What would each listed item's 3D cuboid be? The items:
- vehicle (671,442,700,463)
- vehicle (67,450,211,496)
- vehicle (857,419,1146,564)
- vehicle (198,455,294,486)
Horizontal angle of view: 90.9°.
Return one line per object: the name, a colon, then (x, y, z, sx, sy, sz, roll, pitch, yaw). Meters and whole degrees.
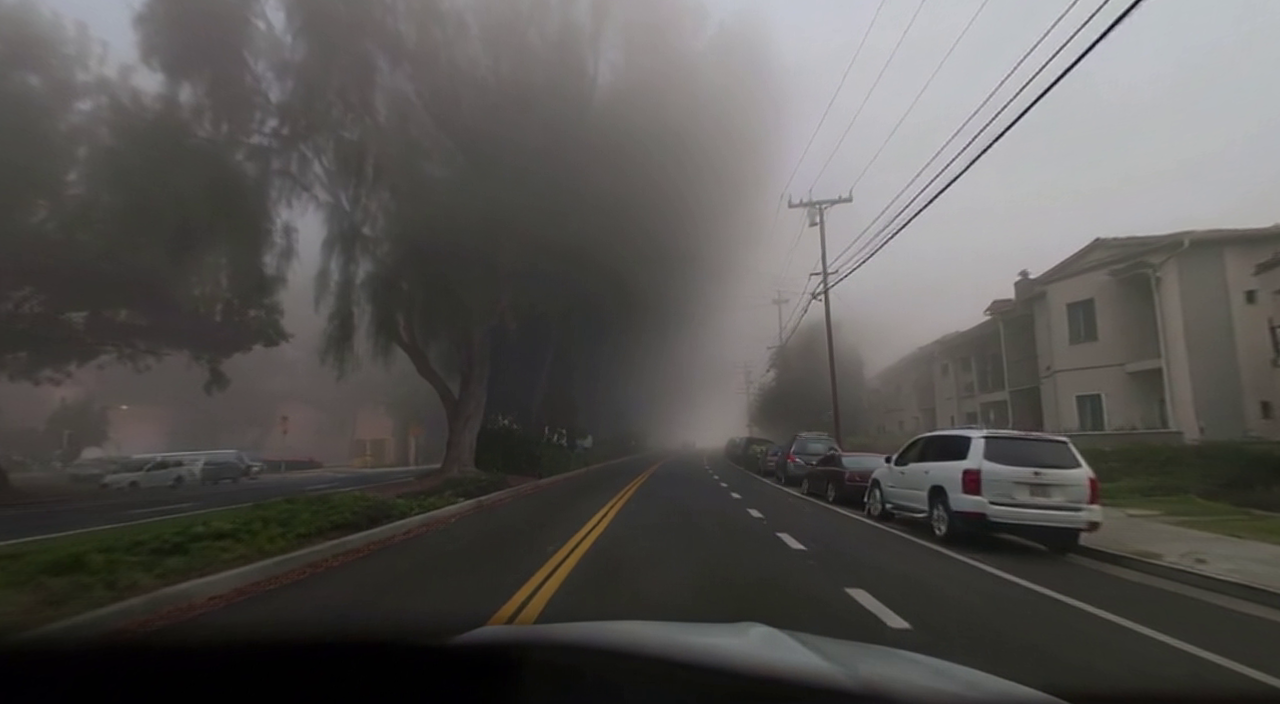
vehicle: (3.425, 7.435, 46.688, 2.011, 1.480, 4.170, -1, -8, 5)
vehicle: (-22.273, 5.361, 28.356, 2.060, 1.814, 5.097, -1, -8, 3)
vehicle: (4.892, 1.915, 9.382, 2.011, 1.649, 4.001, 0, -8, 2)
vehicle: (-21.533, 6.479, 34.717, 1.909, 1.451, 4.757, -1, -8, 4)
